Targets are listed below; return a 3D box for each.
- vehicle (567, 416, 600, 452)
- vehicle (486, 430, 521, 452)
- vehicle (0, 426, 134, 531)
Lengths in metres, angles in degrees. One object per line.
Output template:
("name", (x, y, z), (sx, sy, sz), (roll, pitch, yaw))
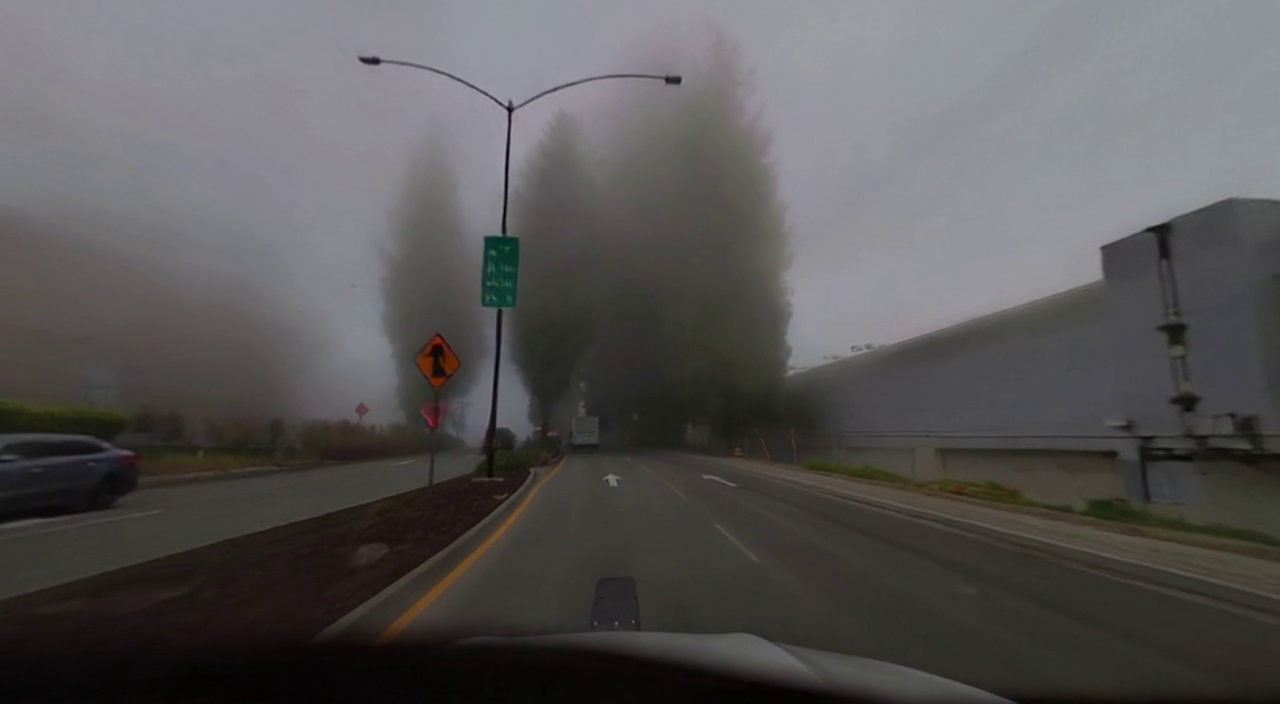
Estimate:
("vehicle", (-4.527, 6.496, 49.815), (2.276, 2.706, 5.232), (1, -8, -8))
("vehicle", (-10.397, 6.842, 48.311), (2.120, 1.610, 3.917), (1, -8, -5))
("vehicle", (-10.297, 1.900, 9.618), (1.897, 1.515, 3.986), (0, -8, -2))
